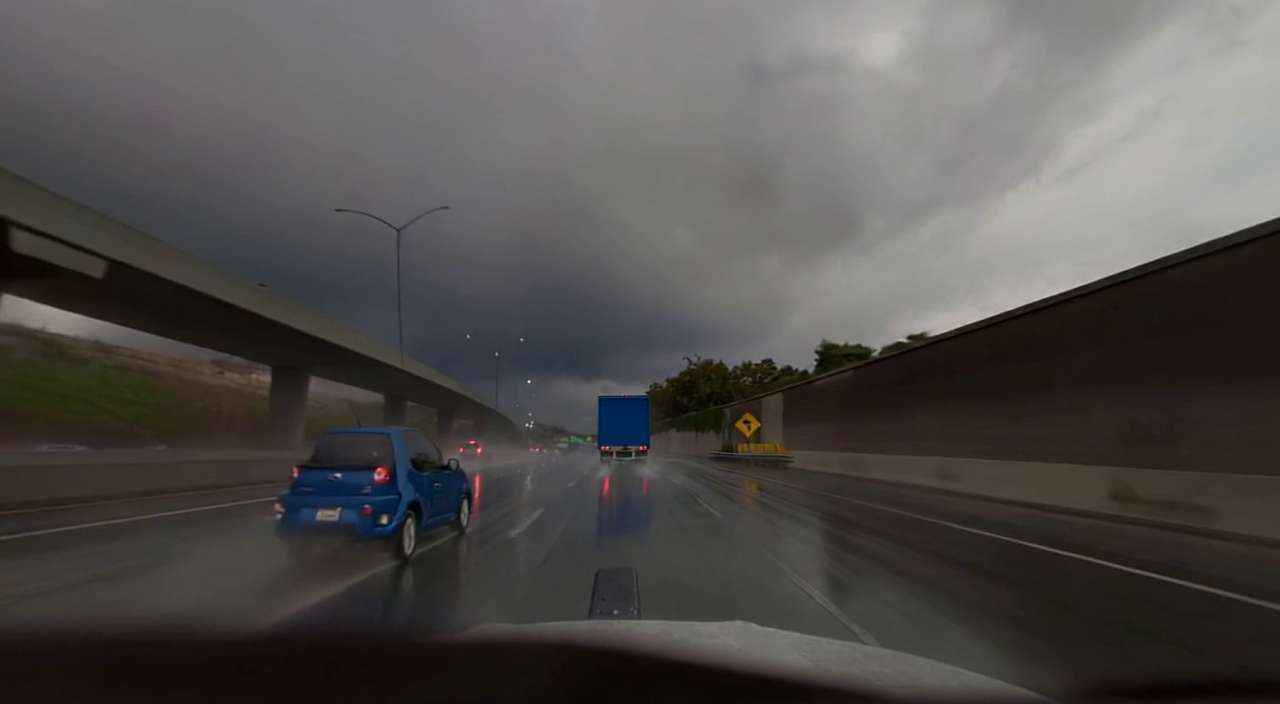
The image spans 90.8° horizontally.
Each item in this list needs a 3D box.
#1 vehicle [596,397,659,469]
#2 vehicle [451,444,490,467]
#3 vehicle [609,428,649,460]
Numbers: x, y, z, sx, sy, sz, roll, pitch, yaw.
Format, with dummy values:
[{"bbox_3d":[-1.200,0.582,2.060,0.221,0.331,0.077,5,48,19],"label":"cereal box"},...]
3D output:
[{"bbox_3d":[-0.941,5.057,38.121,3.233,3.678,11.032,0,-9,-3],"label":"vehicle"},{"bbox_3d":[-12.807,7.833,47.992,1.919,1.625,4.183,0,-8,-2],"label":"vehicle"},{"bbox_3d":[-0.651,5.095,34.902,2.052,1.666,4.358,0,-8,-3],"label":"vehicle"}]
